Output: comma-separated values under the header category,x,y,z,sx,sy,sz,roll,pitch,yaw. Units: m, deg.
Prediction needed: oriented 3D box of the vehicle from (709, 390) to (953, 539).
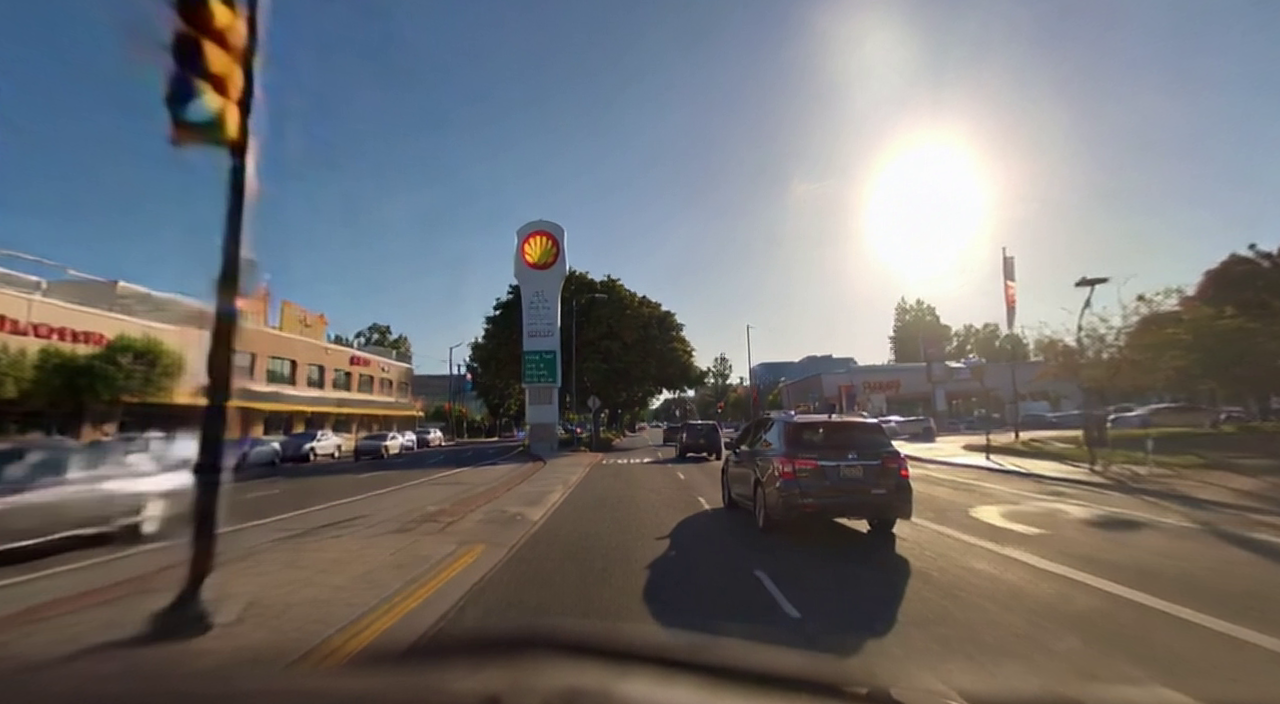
category,x,y,z,sx,sy,sz,roll,pitch,yaw
vehicle,2.493,1.665,9.801,2.183,1.720,4.842,0,-9,-1

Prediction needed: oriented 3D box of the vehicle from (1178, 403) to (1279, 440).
category,x,y,z,sx,sy,sz,roll,pitch,yaw
vehicle,28.266,3.340,29.707,2.131,1.561,3.901,0,-9,-1

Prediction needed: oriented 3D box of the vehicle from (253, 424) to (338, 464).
category,x,y,z,sx,sy,sz,roll,pitch,yaw
vehicle,-18.013,4.860,33.222,1.930,1.935,4.567,0,-9,-1

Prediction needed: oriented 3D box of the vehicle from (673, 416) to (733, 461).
category,x,y,z,sx,sy,sz,roll,pitch,yaw
vehicle,2.525,3.642,26.310,1.999,1.679,4.217,0,-9,-1

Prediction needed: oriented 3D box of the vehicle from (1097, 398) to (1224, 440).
category,x,y,z,sx,sy,sz,roll,pitch,yaw
vehicle,24.676,3.290,30.122,2.066,1.817,4.675,0,-9,1

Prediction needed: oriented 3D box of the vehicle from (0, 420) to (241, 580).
category,x,y,z,sx,sy,sz,roll,pitch,yaw
vehicle,-7.351,1.696,7.709,2.014,1.566,4.437,0,-9,0

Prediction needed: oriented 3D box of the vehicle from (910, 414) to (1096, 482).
category,x,y,z,sx,sy,sz,roll,pitch,yaw
vehicle,9.700,2.655,17.496,2.177,1.593,5.027,0,-9,0

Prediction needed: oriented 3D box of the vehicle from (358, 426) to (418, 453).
category,x,y,z,sx,sy,sz,roll,pitch,yaw
vehicle,-18.068,6.326,45.359,2.129,1.843,5.067,0,-9,1

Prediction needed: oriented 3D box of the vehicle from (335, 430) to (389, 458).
category,x,y,z,sx,sy,sz,roll,pitch,yaw
vehicle,-16.673,5.523,37.578,2.290,1.519,4.860,5,-10,-30
